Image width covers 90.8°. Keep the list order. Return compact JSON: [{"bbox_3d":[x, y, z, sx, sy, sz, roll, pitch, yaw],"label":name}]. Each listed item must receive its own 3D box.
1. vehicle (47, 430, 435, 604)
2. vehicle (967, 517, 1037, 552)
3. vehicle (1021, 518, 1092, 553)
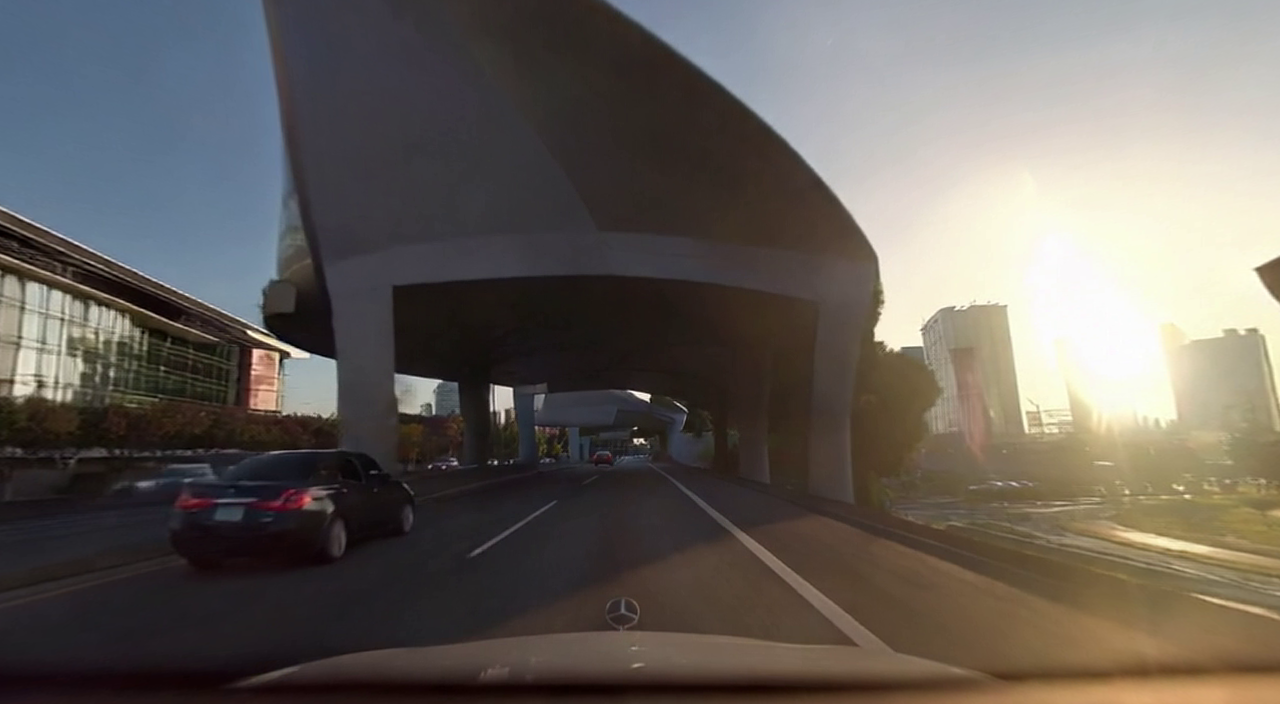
[{"bbox_3d":[-4.341,1.820,8.042,1.936,1.536,4.627,0,-8,0],"label":"vehicle"},{"bbox_3d":[23.863,12.035,41.875,1.993,1.688,4.523,0,-9,1],"label":"vehicle"},{"bbox_3d":[26.510,11.672,40.385,1.914,1.715,3.814,-1,-10,2],"label":"vehicle"}]
